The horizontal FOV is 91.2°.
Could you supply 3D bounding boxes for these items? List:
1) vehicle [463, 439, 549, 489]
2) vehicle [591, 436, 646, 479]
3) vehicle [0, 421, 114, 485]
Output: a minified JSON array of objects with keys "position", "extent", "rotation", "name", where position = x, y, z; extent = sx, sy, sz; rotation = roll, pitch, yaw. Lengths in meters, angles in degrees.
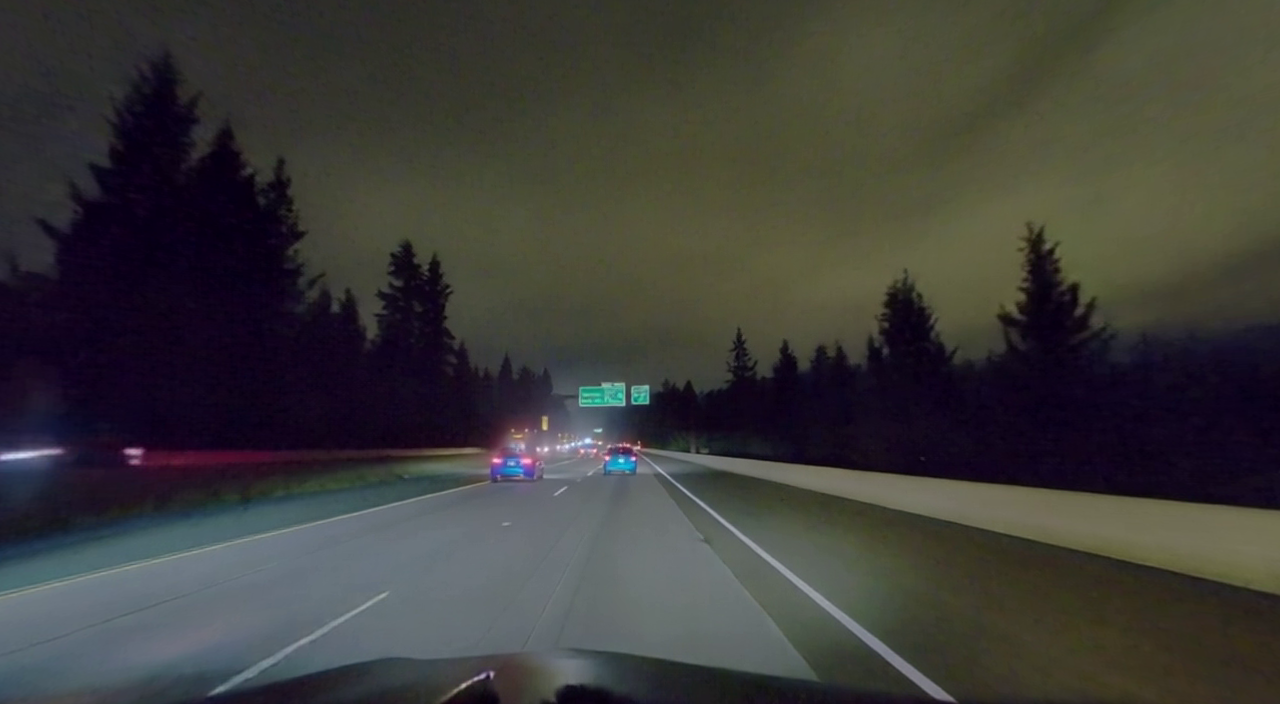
[{"position":[-4.728,4.030,22.922],"extent":[2.103,1.588,4.709],"rotation":[-1,-9,0],"name":"vehicle"},{"position":[-0.898,4.646,27.673],"extent":[2.220,1.711,4.056],"rotation":[0,-9,-1],"name":"vehicle"},{"position":[-17.200,2.766,17.097],"extent":[1.987,1.594,4.249],"rotation":[-1,-9,0],"name":"vehicle"}]
